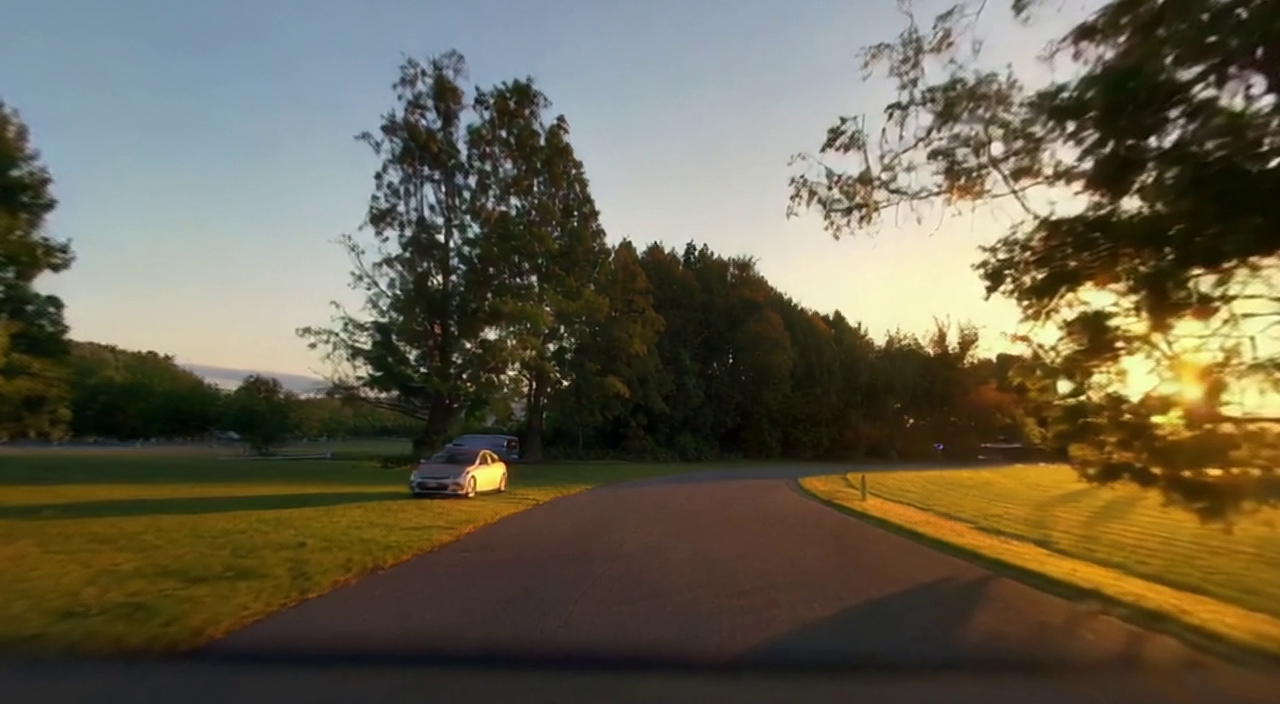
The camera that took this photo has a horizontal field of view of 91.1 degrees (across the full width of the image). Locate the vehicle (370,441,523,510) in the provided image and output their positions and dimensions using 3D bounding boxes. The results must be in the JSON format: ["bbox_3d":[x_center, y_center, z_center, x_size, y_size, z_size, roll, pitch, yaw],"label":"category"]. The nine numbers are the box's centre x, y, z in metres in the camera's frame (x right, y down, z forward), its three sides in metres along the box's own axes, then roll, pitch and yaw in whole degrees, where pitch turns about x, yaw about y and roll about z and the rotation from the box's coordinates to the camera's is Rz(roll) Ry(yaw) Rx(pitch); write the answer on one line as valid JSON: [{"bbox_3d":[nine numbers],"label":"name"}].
[{"bbox_3d":[-4.800,3.141,16.535,2.166,1.512,4.822,0,-9,5],"label":"vehicle"}]
